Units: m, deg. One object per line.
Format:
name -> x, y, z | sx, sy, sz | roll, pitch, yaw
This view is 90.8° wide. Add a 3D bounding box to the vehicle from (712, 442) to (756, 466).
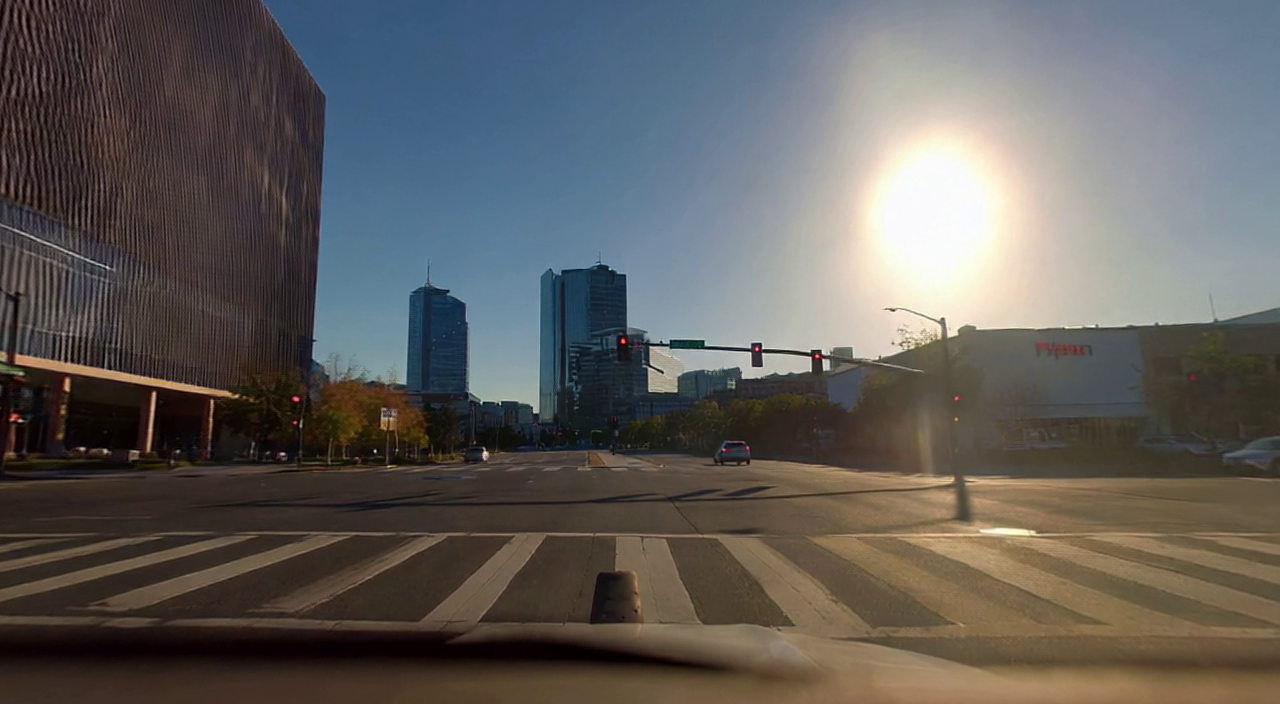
vehicle -> 5.992, 6.570, 40.945 | 1.988, 1.466, 4.529 | 0, -8, -2
